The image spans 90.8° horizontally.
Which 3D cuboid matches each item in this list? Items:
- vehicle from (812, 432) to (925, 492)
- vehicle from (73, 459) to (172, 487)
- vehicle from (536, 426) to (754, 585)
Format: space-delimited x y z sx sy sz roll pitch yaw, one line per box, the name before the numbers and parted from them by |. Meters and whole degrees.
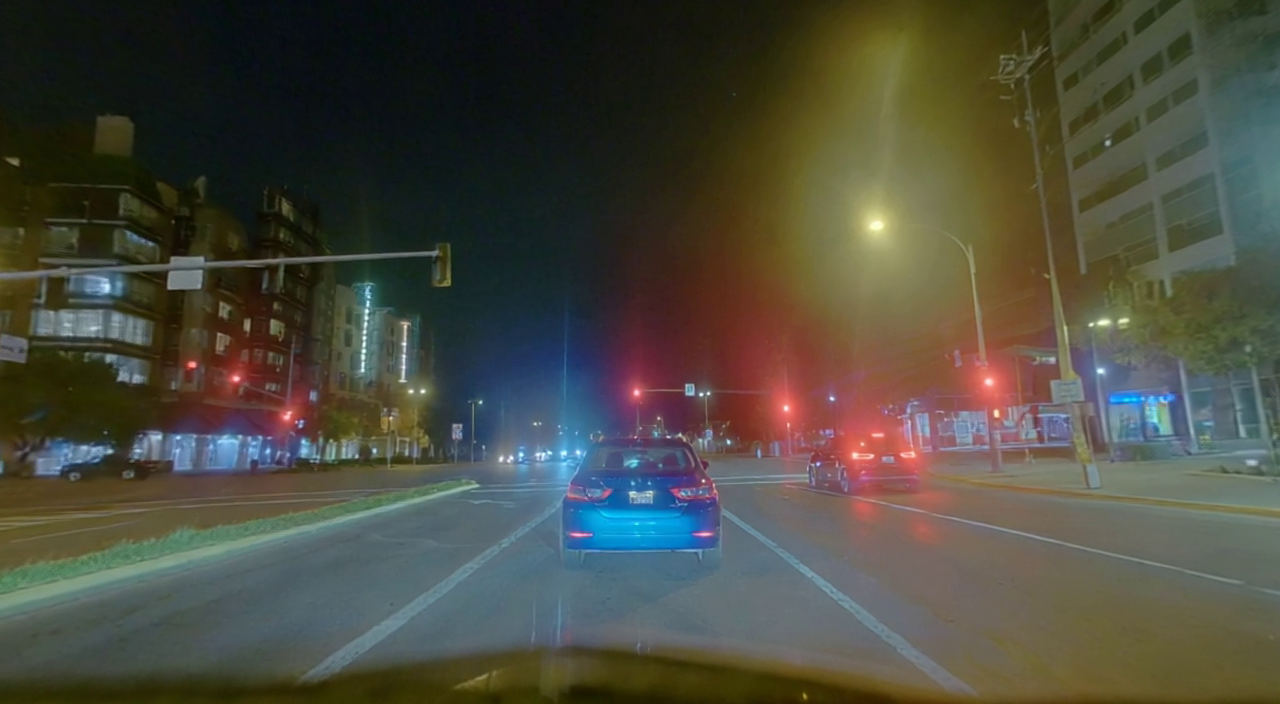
vehicle | 7.054 3.438 20.067 2.039 1.692 4.319 0 -8 1
vehicle | -32.396 7.556 39.656 4.401 1.625 1.863 0 -8 -4
vehicle | -0.012 1.772 8.173 2.070 1.488 4.206 0 -8 -2
